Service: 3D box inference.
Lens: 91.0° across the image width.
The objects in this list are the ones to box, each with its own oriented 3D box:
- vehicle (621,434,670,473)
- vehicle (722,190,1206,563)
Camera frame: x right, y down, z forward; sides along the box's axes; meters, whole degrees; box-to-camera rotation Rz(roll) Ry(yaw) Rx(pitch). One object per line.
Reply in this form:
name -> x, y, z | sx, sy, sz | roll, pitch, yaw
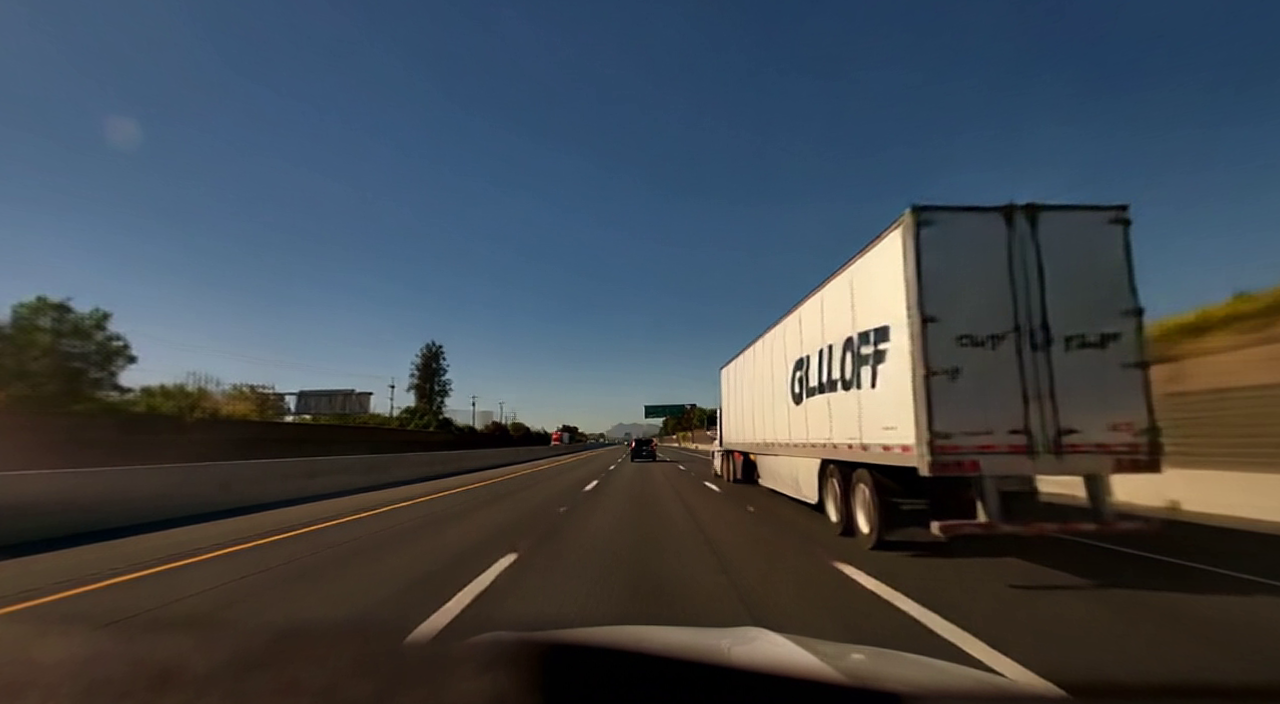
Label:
vehicle -> 0.242, 4.636, 29.061 | 2.111, 1.635, 4.177 | 0, -8, 0
vehicle -> 4.440, 1.257, 14.449 | 2.936, 4.125, 15.204 | 0, -8, -1
